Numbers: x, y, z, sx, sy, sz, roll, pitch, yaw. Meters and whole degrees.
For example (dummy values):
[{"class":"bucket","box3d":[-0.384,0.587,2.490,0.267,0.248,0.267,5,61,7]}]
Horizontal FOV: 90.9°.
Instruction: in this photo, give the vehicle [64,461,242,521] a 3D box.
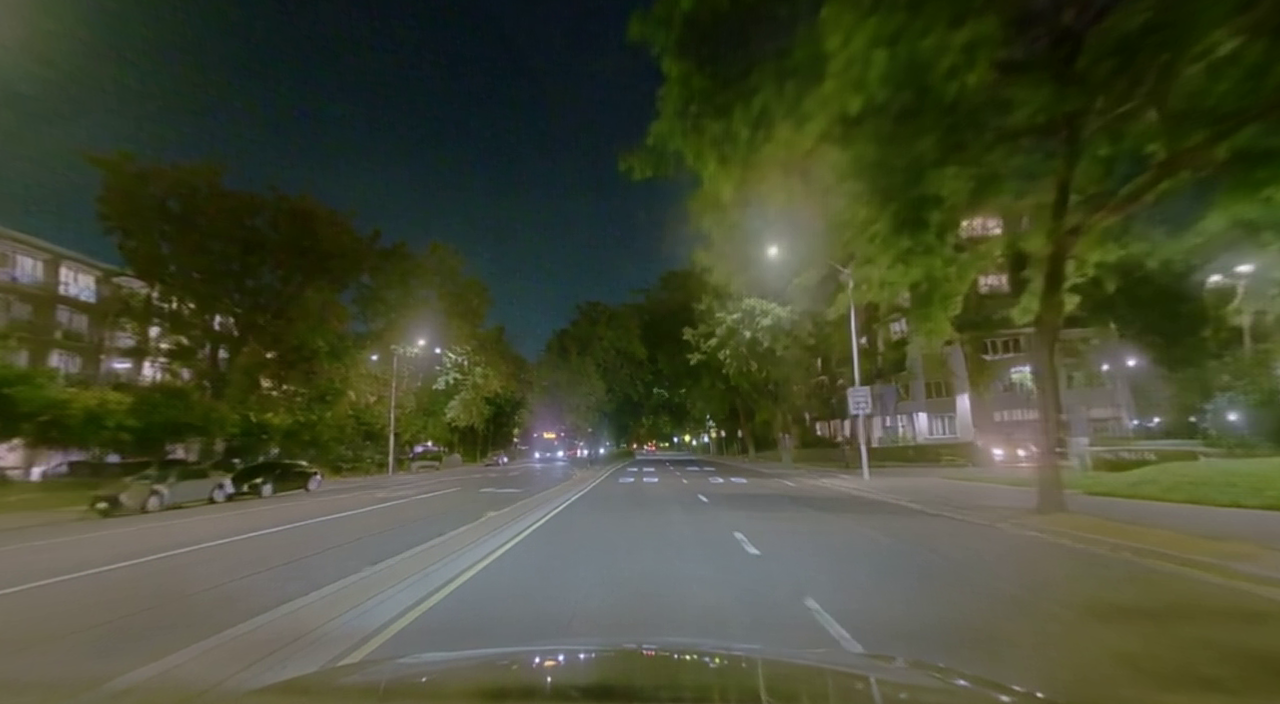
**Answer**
[{"class":"vehicle","box3d":[-14.093,4.012,18.642,1.835,1.434,4.325,0,-8,0]}]

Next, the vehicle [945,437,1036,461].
[{"class":"vehicle","box3d":[21.392,5.942,38.580,4.404,1.440,1.900,0,-8,1]}]

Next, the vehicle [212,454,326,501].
[{"class":"vehicle","box3d":[-14.013,4.711,24.114,1.816,1.567,3.957,0,-8,3]}]
